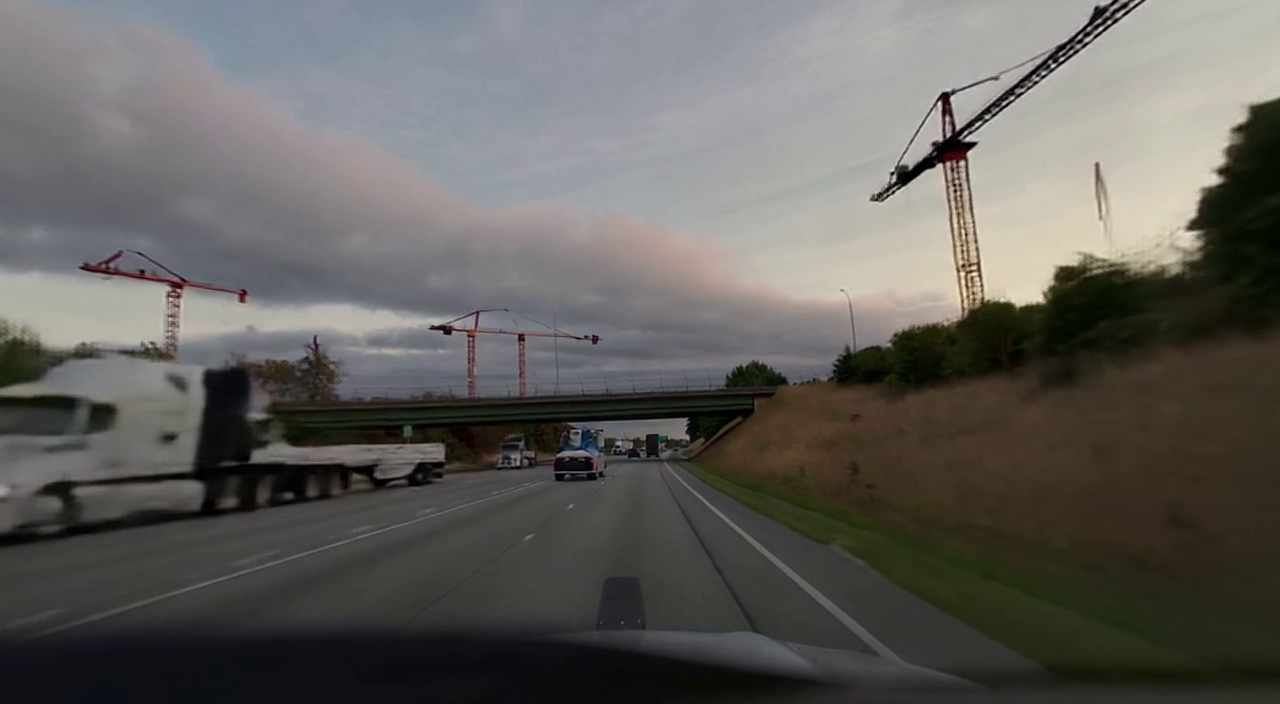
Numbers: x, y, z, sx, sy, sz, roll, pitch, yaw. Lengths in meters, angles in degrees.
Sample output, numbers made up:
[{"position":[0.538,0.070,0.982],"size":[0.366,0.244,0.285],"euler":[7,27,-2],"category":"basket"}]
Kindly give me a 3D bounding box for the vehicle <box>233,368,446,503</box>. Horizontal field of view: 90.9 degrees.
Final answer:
[{"position":[-9.991,3.087,22.644],"size":[2.813,3.815,9.248],"euler":[0,-9,1],"category":"vehicle"}]

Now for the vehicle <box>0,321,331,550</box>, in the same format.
[{"position":[-10.008,1.811,13.211],"size":[2.931,3.367,7.777],"euler":[0,-9,1],"category":"vehicle"}]

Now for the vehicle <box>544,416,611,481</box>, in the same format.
[{"position":[-2.859,4.700,30.685],"size":[2.565,2.771,6.641],"euler":[0,-9,0],"category":"vehicle"}]

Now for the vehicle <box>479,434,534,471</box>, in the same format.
[{"position":[-9.795,7.496,46.896],"size":[2.762,2.579,6.099],"euler":[0,-9,0],"category":"vehicle"}]
